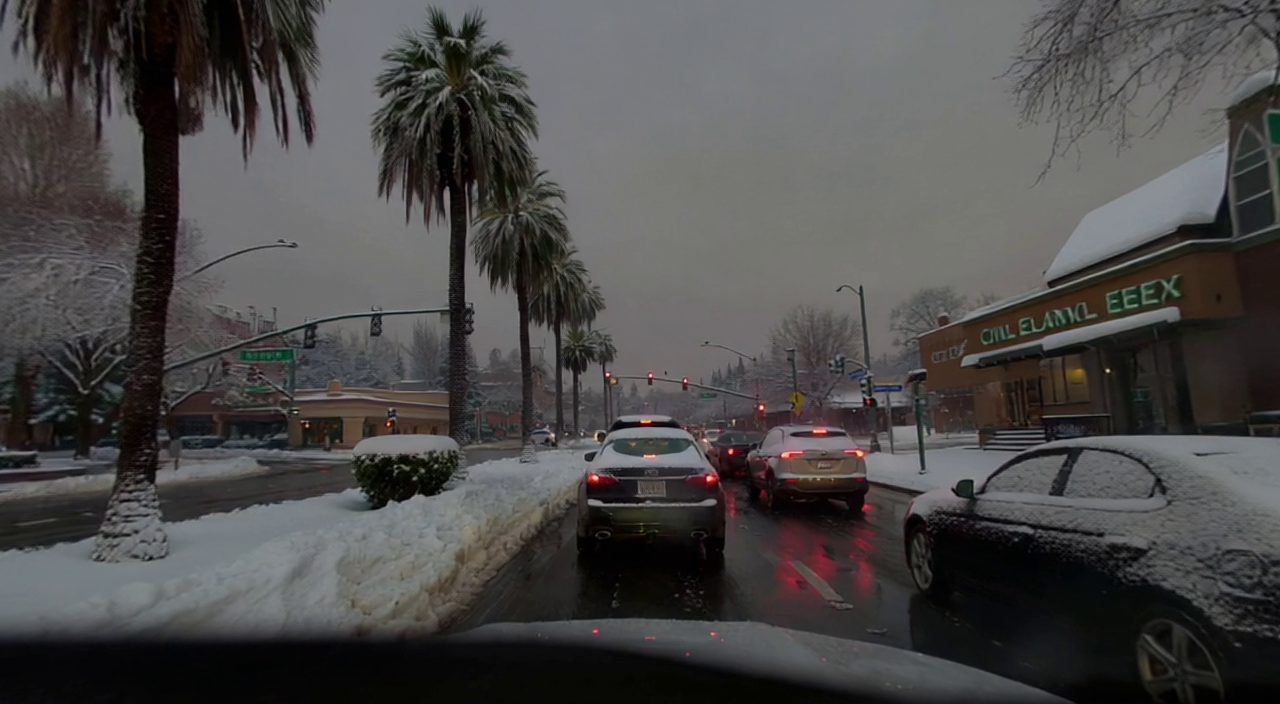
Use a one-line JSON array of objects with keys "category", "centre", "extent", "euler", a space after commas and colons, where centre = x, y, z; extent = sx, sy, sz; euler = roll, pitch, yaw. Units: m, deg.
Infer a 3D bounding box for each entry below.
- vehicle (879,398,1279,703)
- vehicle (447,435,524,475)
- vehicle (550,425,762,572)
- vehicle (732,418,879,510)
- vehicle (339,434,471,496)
[{"category": "vehicle", "centre": [3.546, 1.226, 4.483], "extent": [1.910, 1.490, 4.661], "euler": [0, -8, 1]}, {"category": "vehicle", "centre": [-6.041, 4.095, 25.212], "extent": [1.822, 1.456, 4.396], "euler": [-1, -8, 2]}, {"category": "vehicle", "centre": [0.181, 1.787, 8.453], "extent": [2.140, 1.474, 4.026], "euler": [0, -8, 1]}, {"category": "vehicle", "centre": [3.497, 2.474, 14.308], "extent": [2.169, 1.751, 4.276], "euler": [0, -8, 0]}, {"category": "vehicle", "centre": [-6.254, 3.048, 17.397], "extent": [1.900, 1.487, 4.165], "euler": [0, -8, 2]}]
